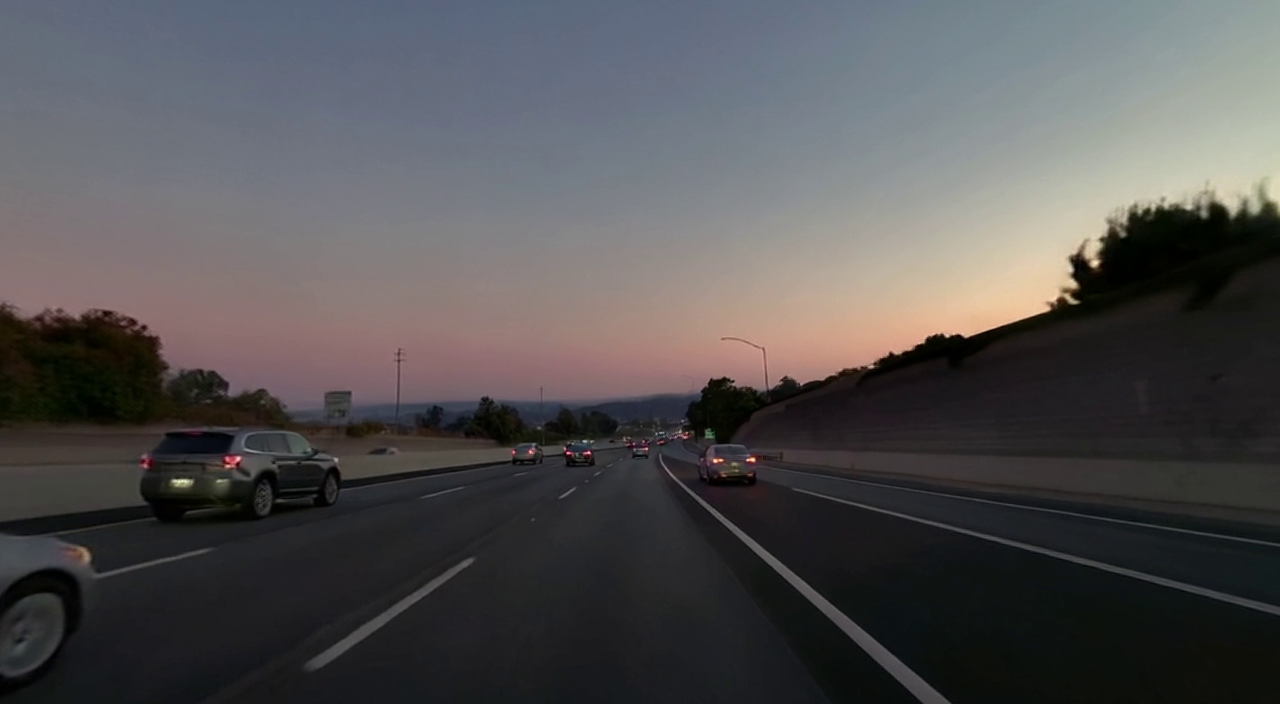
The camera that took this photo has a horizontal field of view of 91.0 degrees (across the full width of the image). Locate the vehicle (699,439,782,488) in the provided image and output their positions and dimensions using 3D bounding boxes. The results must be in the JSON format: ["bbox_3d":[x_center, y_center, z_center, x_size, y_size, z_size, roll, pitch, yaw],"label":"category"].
[{"bbox_3d":[3.393,3.882,22.228,2.141,1.507,4.510,0,-9,-1],"label":"vehicle"}]

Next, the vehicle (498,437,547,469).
[{"bbox_3d":[-7.092,6.152,38.458,2.111,1.811,4.391,0,-9,0],"label":"vehicle"}]

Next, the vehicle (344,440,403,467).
[{"bbox_3d":[-16.674,6.375,39.597,1.832,1.564,4.002,0,-9,2],"label":"vehicle"}]

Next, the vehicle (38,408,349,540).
[{"bbox_3d":[-7.356,2.071,11.205,2.142,1.849,4.566,0,-9,0],"label":"vehicle"}]

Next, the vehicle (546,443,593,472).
[{"bbox_3d":[-3.796,5.770,34.479,2.071,1.478,4.130,0,-9,0],"label":"vehicle"}]

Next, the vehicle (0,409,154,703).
[{"bbox_3d":[-4.052,0.828,1.666,1.988,1.506,4.416,0,-9,0],"label":"vehicle"}]
